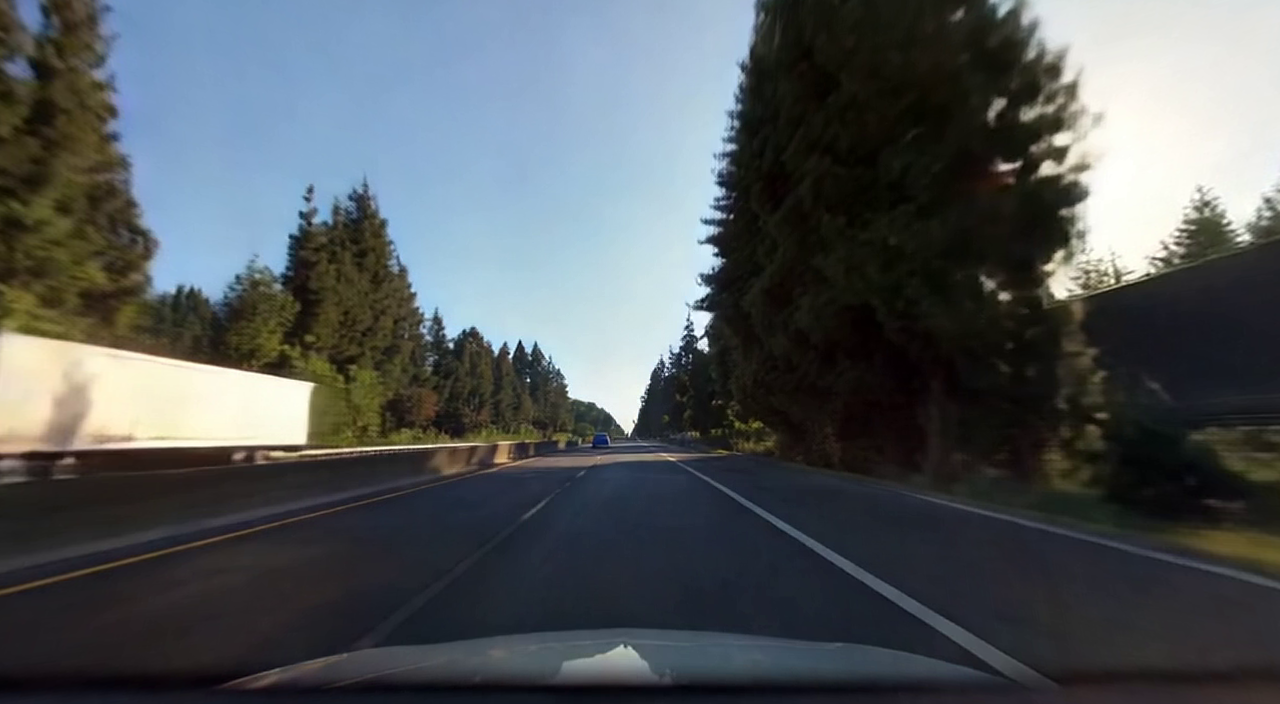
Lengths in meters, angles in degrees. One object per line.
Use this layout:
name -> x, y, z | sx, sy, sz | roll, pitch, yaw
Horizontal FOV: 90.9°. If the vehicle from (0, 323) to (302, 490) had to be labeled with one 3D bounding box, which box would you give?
vehicle -> -17.086, 2.146, 21.423 | 2.947, 4.005, 15.108 | 0, -8, -1
